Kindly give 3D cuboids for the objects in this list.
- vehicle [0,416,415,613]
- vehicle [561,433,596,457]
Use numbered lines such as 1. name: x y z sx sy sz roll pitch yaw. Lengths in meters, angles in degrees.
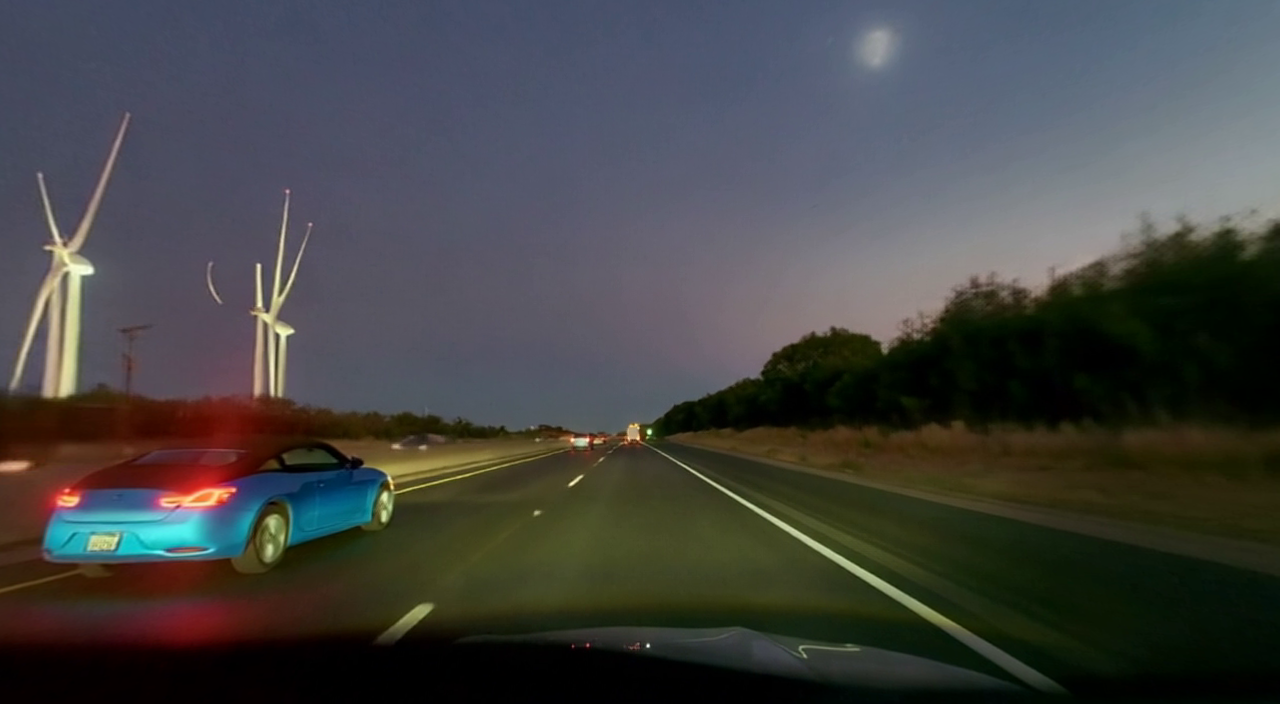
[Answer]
1. vehicle: -4.126 1.464 6.716 1.969 1.413 4.194 0 -8 -1
2. vehicle: -3.925 5.975 40.785 2.024 1.456 3.754 0 -8 -1
